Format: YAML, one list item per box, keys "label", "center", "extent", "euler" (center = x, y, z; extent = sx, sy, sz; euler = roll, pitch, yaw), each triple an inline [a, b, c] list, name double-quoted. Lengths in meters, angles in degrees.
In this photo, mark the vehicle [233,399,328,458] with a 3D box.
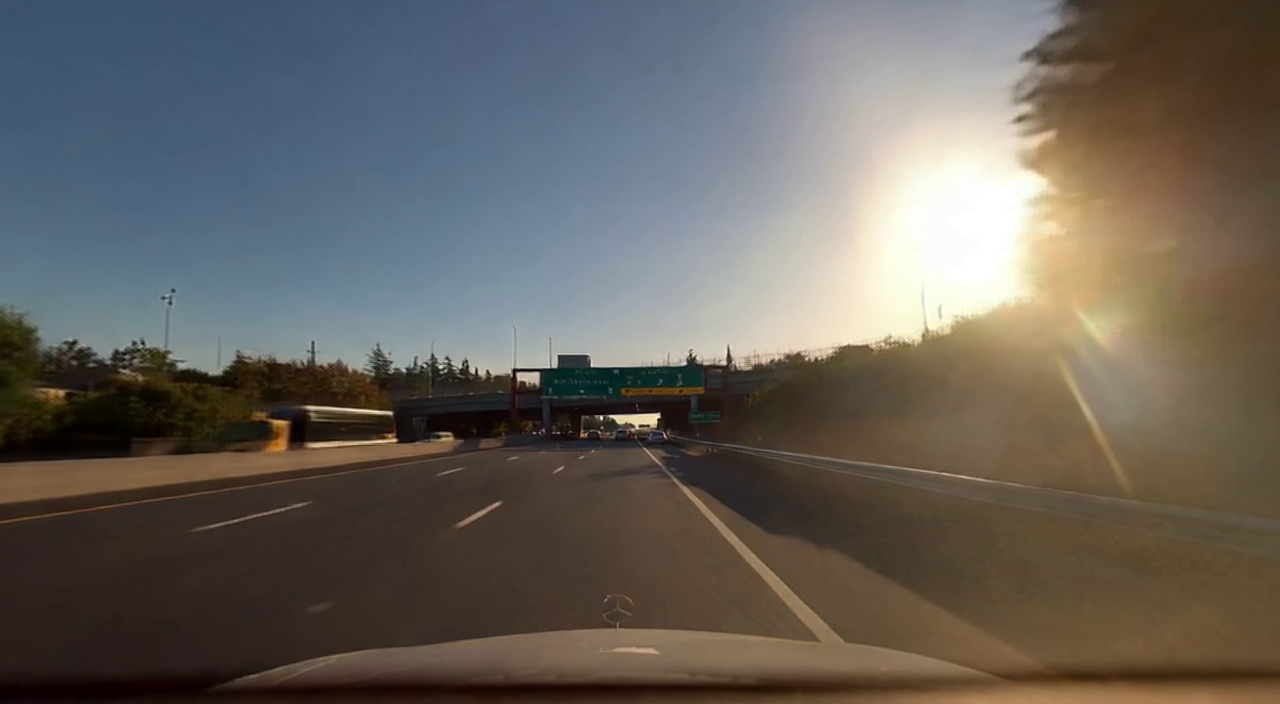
- label: "vehicle"
  center: [-24.523, 5.286, 43.324]
  extent: [2.795, 3.751, 6.450]
  euler: [1, -7, -2]
